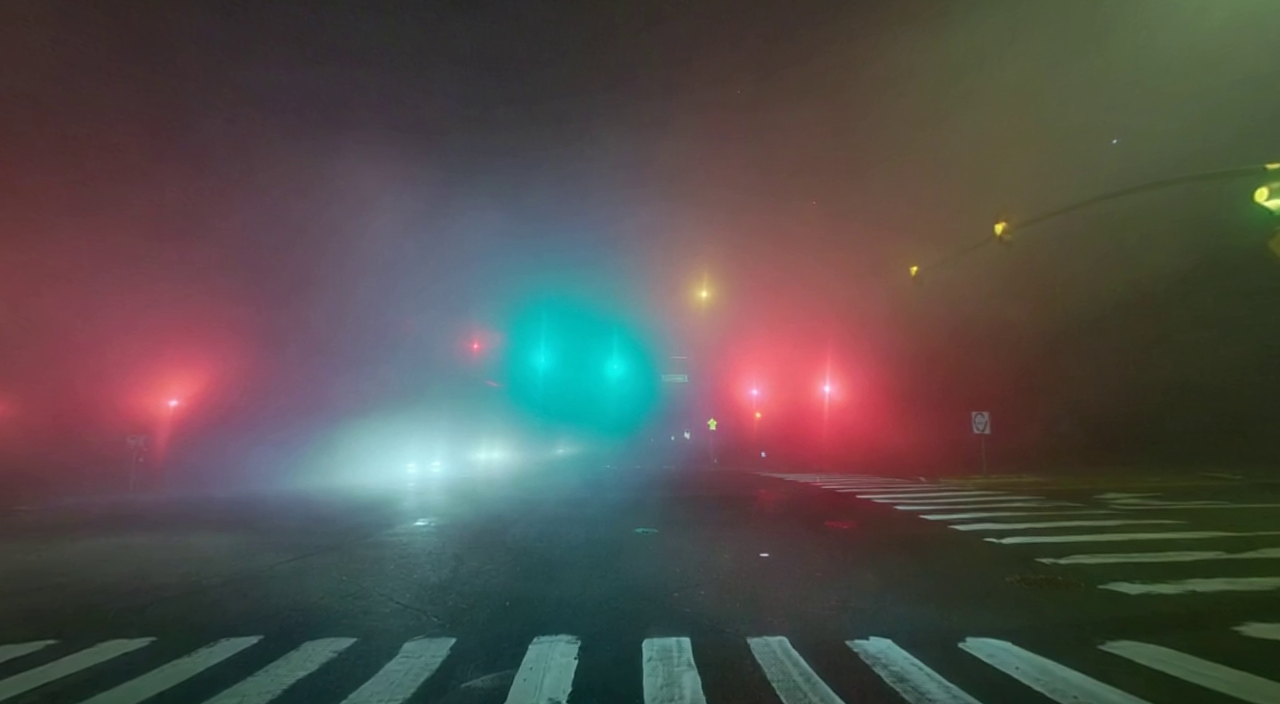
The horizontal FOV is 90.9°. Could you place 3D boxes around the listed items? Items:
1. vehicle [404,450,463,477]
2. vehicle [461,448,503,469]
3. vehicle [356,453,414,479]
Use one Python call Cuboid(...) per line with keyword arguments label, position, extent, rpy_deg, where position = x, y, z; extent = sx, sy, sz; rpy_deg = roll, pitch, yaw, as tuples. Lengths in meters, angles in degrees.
Cuboid(label="vehicle", position=(-12.497, 6.741, 38.416), extent=(2.028, 1.455, 4.421), rpy_deg=(0, -8, 1))
Cuboid(label="vehicle", position=(-11.846, 8.011, 47.549), extent=(1.980, 1.452, 4.318), rpy_deg=(0, -8, 2))
Cuboid(label="vehicle", position=(-16.108, 7.204, 40.065), extent=(1.830, 1.440, 4.351), rpy_deg=(0, -8, 1))
